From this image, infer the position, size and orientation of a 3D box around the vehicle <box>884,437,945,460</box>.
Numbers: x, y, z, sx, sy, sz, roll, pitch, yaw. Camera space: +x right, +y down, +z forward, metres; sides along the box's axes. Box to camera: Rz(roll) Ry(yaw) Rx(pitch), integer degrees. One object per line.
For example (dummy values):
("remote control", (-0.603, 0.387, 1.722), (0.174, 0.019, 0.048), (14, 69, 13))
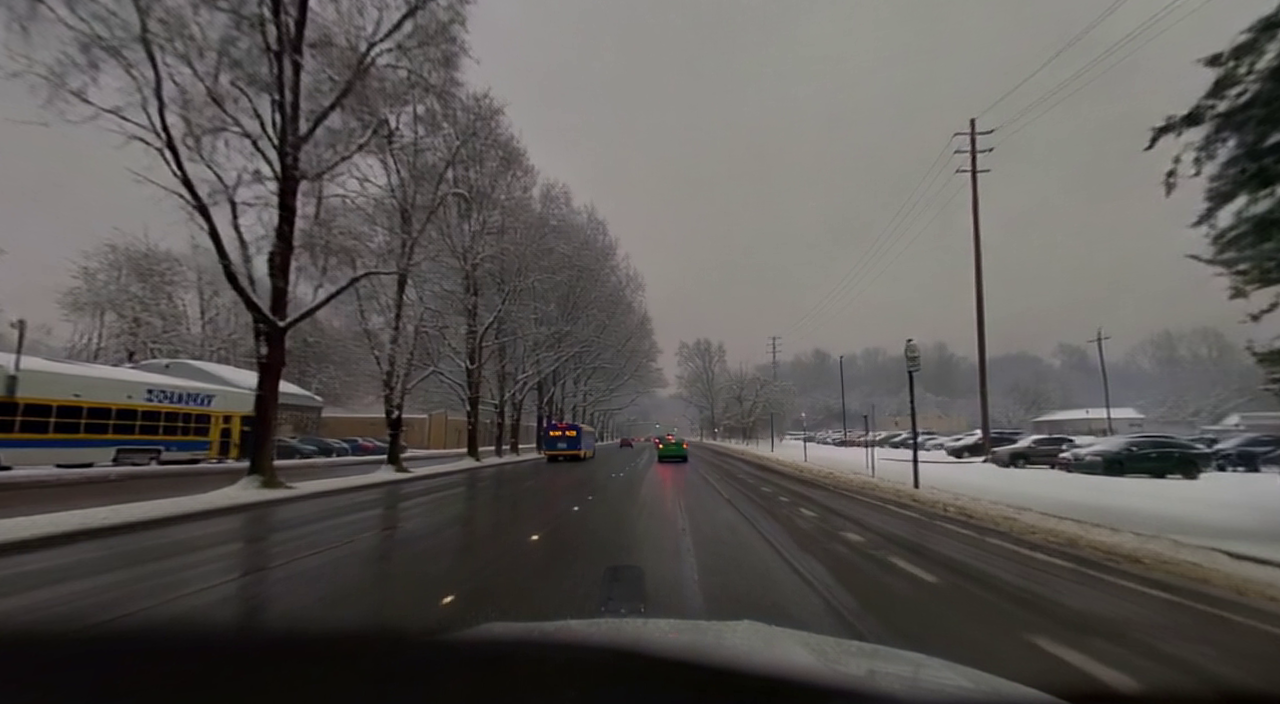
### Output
("vehicle", (20.878, 7.392, 48.273), (2.229, 1.661, 5.991), (0, -9, 3))

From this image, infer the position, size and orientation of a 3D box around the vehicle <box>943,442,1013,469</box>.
("vehicle", (20.139, 6.175, 37.827), (1.849, 1.466, 4.831), (-1, -9, 4))

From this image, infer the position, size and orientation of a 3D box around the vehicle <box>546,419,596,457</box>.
("vehicle", (-4.918, 6.342, 45.950), (2.485, 2.556, 6.363), (-1, -9, 4))

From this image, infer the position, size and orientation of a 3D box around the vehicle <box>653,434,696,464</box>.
("vehicle", (1.776, 5.133, 33.332), (2.123, 1.498, 4.226), (0, -9, 2))
